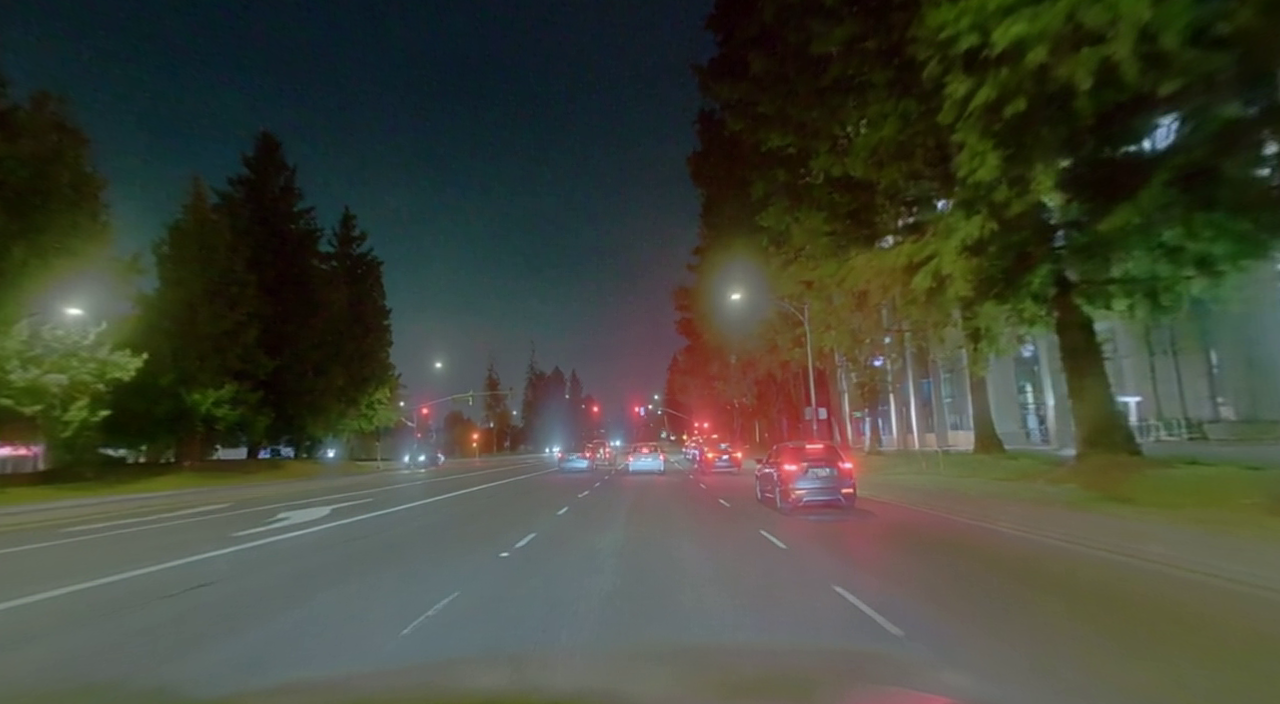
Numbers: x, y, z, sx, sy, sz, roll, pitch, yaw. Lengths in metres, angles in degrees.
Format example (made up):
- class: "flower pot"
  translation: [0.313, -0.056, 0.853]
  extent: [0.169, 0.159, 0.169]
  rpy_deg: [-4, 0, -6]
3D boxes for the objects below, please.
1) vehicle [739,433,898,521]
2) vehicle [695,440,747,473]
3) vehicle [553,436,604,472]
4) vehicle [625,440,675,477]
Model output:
- class: "vehicle"
  translation: [3.358, 2.434, 12.857]
  extent: [1.948, 1.474, 4.360]
  rpy_deg: [0, -8, 0]
- class: "vehicle"
  translation: [3.890, 5.087, 30.934]
  extent: [1.913, 1.463, 4.198]
  rpy_deg: [0, -8, -1]
- class: "vehicle"
  translation: [-3.062, 5.192, 32.322]
  extent: [2.023, 1.720, 4.452]
  rpy_deg: [0, -8, 2]
- class: "vehicle"
  translation: [0.415, 4.542, 27.066]
  extent: [1.971, 1.433, 3.923]
  rpy_deg: [0, -8, 1]
